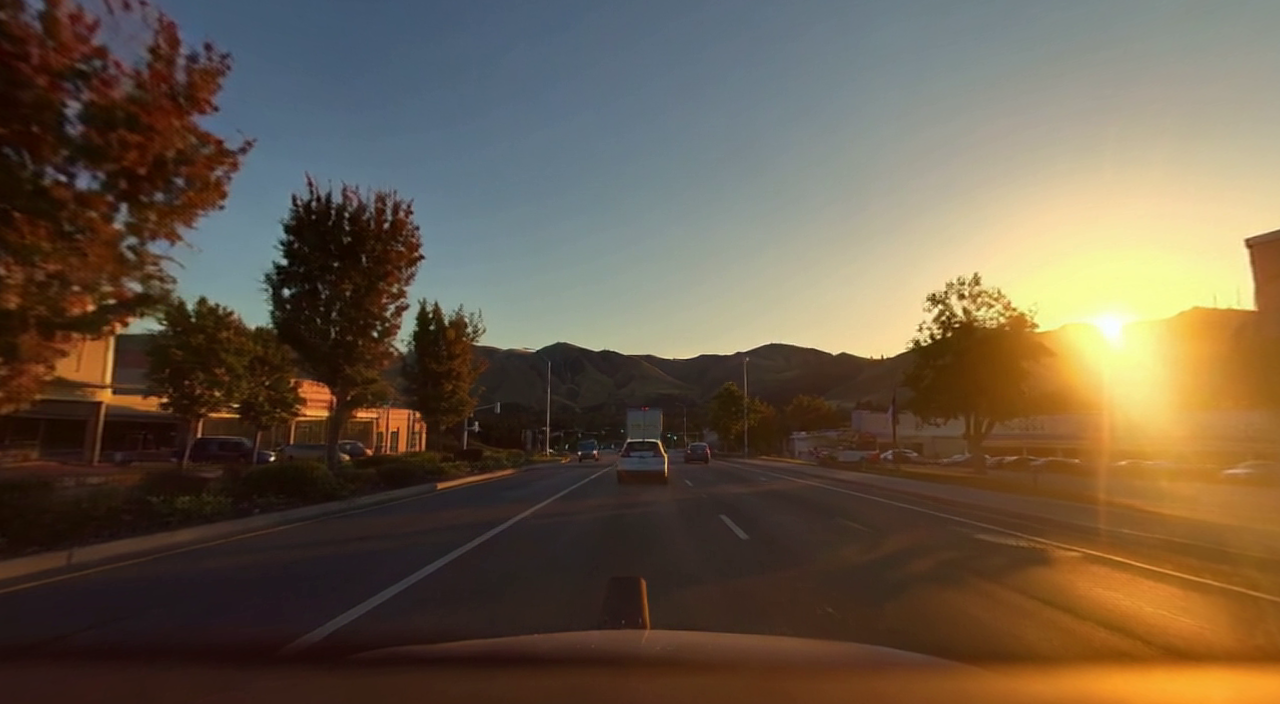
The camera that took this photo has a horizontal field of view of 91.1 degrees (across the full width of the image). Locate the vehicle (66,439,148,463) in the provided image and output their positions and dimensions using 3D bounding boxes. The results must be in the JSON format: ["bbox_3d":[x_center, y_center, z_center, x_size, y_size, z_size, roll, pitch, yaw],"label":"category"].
[{"bbox_3d":[-35.668,6.610,42.134,3.714,1.510,1.917,4,-9,-23],"label":"vehicle"}]

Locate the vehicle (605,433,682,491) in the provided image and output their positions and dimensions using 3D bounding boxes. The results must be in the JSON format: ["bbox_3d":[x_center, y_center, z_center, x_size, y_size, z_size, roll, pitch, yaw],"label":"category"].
[{"bbox_3d":[0.112,3.455,20.000,2.193,1.651,3.946,0,-8,0],"label":"vehicle"}]

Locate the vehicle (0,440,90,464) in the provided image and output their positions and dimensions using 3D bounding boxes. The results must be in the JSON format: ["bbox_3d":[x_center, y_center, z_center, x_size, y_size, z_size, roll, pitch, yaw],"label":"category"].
[{"bbox_3d":[-36.591,6.137,38.635,3.640,1.447,1.788,4,-9,-26],"label":"vehicle"}]

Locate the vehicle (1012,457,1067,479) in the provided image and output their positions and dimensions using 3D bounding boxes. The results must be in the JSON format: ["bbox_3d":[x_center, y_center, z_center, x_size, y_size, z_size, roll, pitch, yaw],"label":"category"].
[{"bbox_3d":[30.167,8.753,47.501,1.745,1.464,3.716,0,-8,0],"label":"vehicle"}]

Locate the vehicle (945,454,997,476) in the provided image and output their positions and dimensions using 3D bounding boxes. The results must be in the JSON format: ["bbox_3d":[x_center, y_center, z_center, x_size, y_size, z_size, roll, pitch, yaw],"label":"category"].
[{"bbox_3d":[24.752,8.429,47.056,1.751,1.439,3.847,0,-8,-1],"label":"vehicle"}]

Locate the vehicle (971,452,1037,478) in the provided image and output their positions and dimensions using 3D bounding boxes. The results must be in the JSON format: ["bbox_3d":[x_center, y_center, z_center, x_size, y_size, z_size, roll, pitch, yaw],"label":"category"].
[{"bbox_3d":[27.325,8.446,47.268,2.108,1.735,4.476,1,-8,-3],"label":"vehicle"}]

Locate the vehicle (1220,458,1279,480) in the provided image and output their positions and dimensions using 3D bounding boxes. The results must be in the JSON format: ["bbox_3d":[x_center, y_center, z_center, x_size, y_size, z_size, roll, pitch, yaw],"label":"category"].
[{"bbox_3d":[46.641,8.802,47.456,1.891,1.495,4.028,0,-9,4],"label":"vehicle"}]

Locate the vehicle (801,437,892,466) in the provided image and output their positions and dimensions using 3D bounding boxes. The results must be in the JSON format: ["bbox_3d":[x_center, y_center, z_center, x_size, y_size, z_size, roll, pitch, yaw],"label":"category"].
[{"bbox_3d":[12.632,6.103,38.660,4.887,1.734,2.014,0,-8,2],"label":"vehicle"}]

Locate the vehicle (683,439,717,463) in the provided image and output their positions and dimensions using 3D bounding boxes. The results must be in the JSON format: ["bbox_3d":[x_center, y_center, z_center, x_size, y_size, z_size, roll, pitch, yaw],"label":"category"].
[{"bbox_3d":[4.376,7.327,46.477,2.088,1.655,4.360,0,-8,0],"label":"vehicle"}]
